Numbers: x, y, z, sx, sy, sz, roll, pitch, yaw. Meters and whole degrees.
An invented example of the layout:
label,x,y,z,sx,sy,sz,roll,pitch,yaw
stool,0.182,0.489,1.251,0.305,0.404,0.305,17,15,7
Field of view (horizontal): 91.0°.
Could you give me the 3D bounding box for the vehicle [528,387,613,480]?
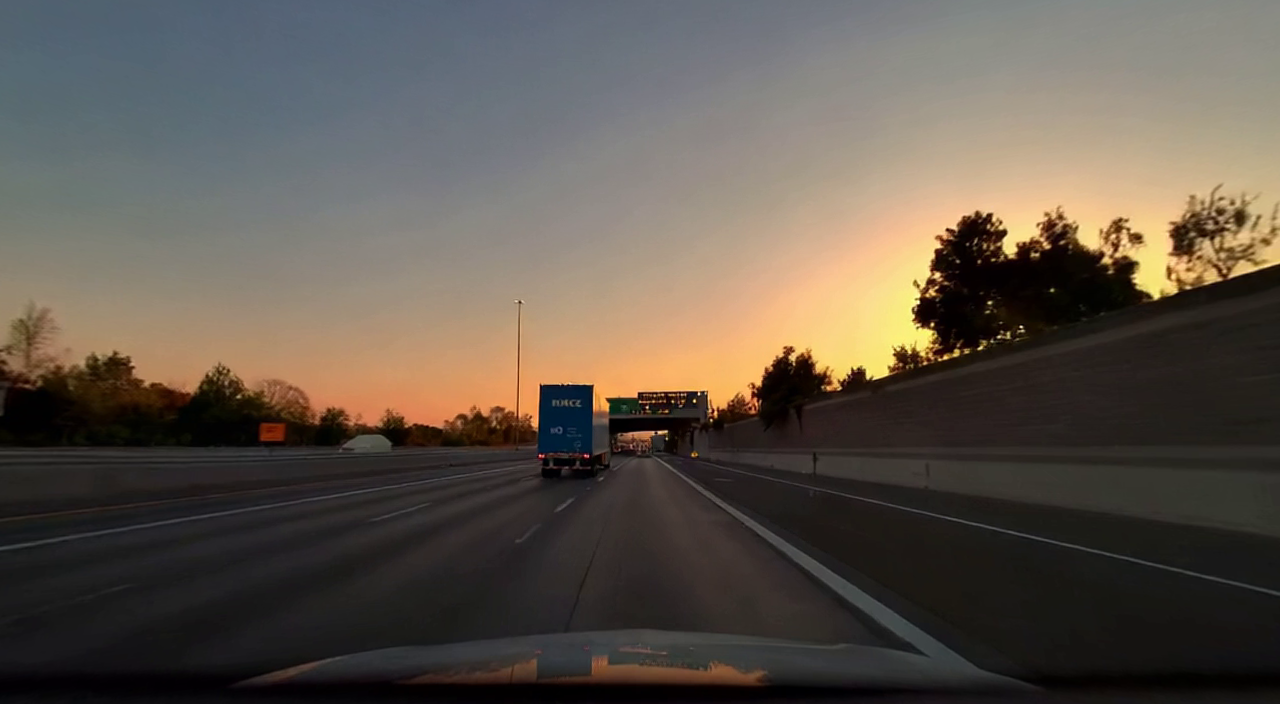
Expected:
label,x,y,z,sx,sy,sz,roll,pitch,yaw
vehicle,-3.220,4.336,32.596,3.059,3.956,11.036,0,-9,0
